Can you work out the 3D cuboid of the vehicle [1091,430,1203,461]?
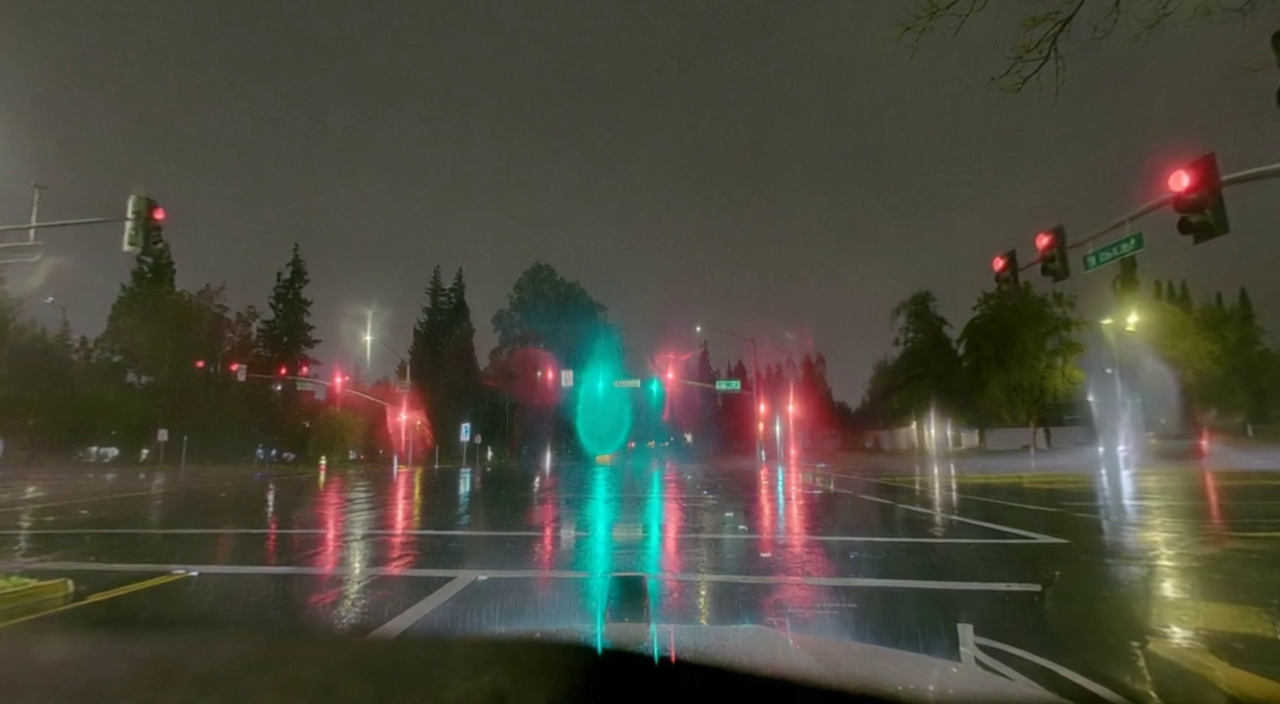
[{"bbox_3d":[25.476,4.736,31.847,3.952,1.468,1.768,-3,-9,22],"label":"vehicle"}]
